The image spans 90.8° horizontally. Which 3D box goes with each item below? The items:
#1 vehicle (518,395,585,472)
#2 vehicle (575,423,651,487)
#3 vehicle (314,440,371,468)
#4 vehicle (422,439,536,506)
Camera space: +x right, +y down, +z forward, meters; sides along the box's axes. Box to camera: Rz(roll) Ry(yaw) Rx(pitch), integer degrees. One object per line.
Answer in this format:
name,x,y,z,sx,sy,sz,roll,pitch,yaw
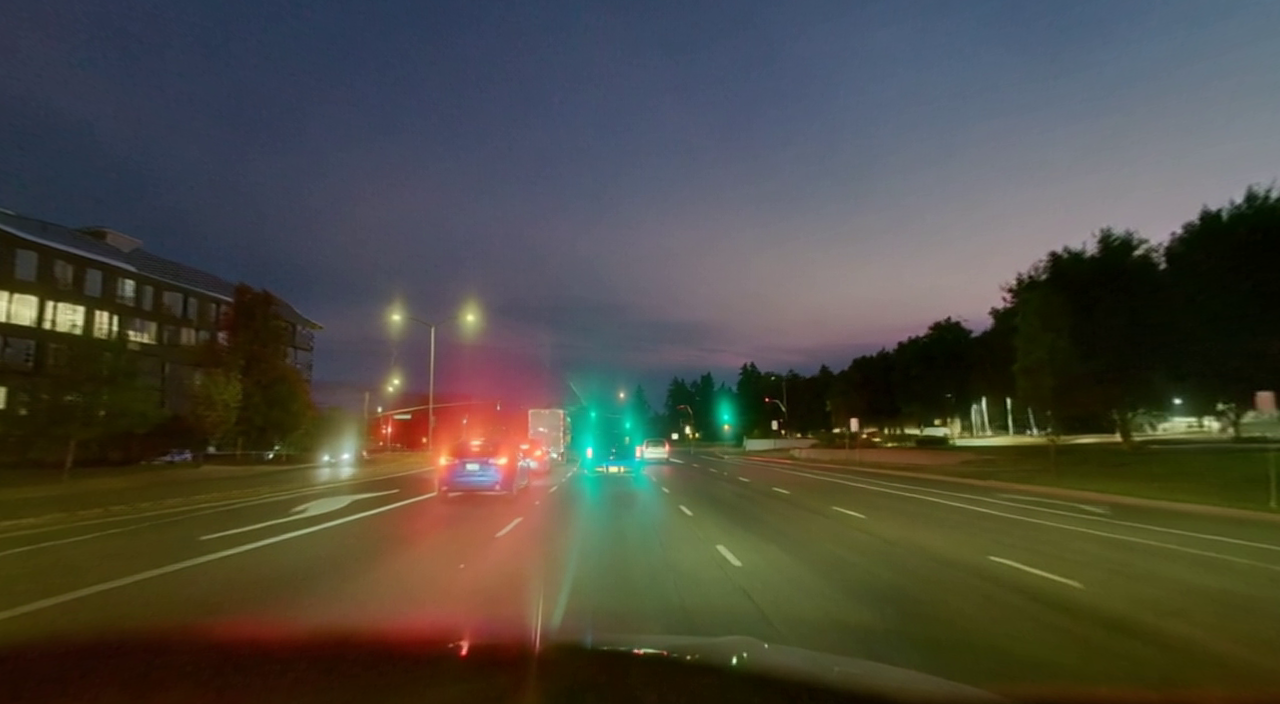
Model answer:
vehicle,-4.937,5.002,38.090,2.918,3.741,13.683,0,-8,-4
vehicle,-0.903,3.410,21.197,2.260,1.872,4.578,0,-8,-3
vehicle,-20.882,7.155,44.582,2.089,1.861,4.615,1,-8,-5
vehicle,-3.920,2.974,16.178,1.904,1.460,4.300,0,-8,-2
